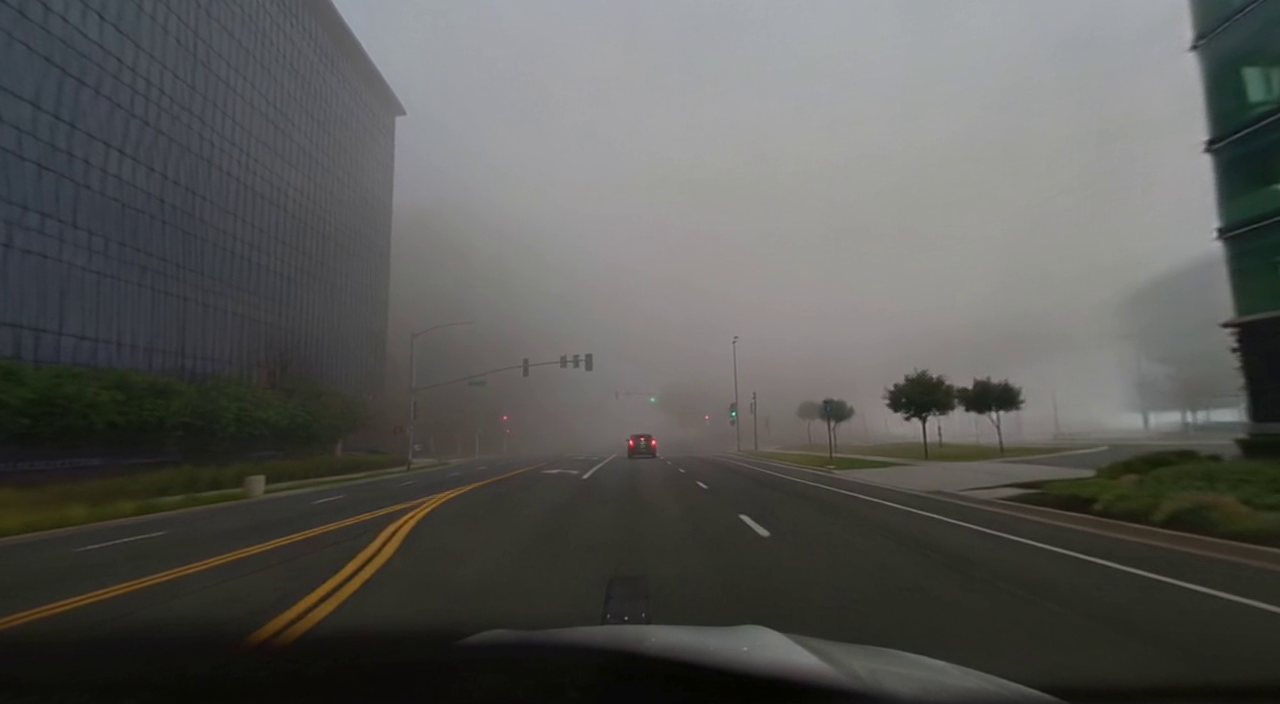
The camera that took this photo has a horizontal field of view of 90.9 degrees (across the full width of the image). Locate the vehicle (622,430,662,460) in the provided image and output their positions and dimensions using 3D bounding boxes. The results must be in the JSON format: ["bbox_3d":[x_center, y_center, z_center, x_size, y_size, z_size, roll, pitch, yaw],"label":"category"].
[{"bbox_3d":[0.065,5.398,36.666,2.184,1.640,4.086,0,-8,-1],"label":"vehicle"}]
